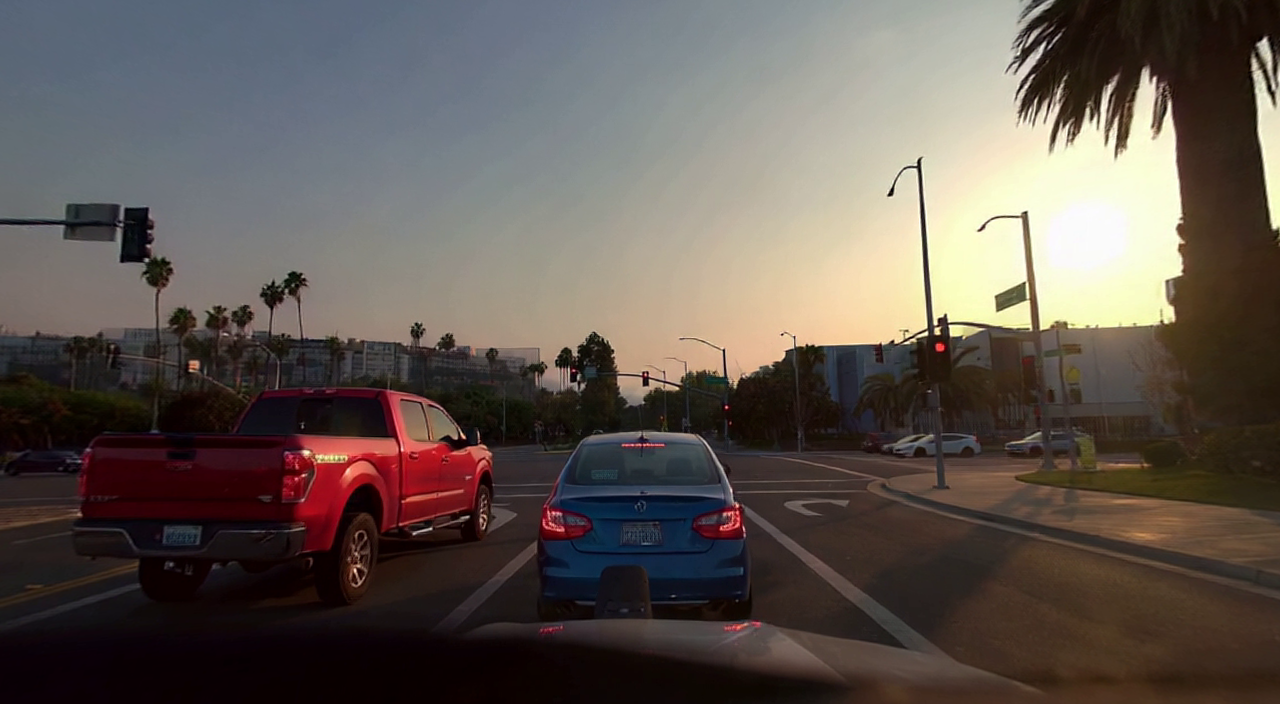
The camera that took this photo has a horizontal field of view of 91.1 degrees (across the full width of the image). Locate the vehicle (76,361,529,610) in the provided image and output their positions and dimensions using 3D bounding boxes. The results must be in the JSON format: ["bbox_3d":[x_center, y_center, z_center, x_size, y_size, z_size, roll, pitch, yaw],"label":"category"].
[{"bbox_3d":[-3.233,1.475,7.923,2.330,1.969,5.626,-1,-8,3],"label":"vehicle"}]

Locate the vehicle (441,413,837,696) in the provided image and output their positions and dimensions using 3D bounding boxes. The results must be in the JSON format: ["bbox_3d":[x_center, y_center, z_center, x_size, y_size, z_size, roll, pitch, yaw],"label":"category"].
[{"bbox_3d":[0.028,1.399,5.528,2.122,1.501,4.152,0,-8,1],"label":"vehicle"}]

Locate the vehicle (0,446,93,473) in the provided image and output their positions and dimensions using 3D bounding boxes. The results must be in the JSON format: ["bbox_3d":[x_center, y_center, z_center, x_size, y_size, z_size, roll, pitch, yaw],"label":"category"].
[{"bbox_3d":[-37.087,6.634,38.845,4.576,1.617,1.937,0,-8,2],"label":"vehicle"}]

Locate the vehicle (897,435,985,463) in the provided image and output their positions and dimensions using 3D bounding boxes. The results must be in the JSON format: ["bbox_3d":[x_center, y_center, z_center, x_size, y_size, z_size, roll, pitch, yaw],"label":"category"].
[{"bbox_3d":[18.781,6.070,39.311,4.466,1.717,1.963,0,-8,2],"label":"vehicle"}]
